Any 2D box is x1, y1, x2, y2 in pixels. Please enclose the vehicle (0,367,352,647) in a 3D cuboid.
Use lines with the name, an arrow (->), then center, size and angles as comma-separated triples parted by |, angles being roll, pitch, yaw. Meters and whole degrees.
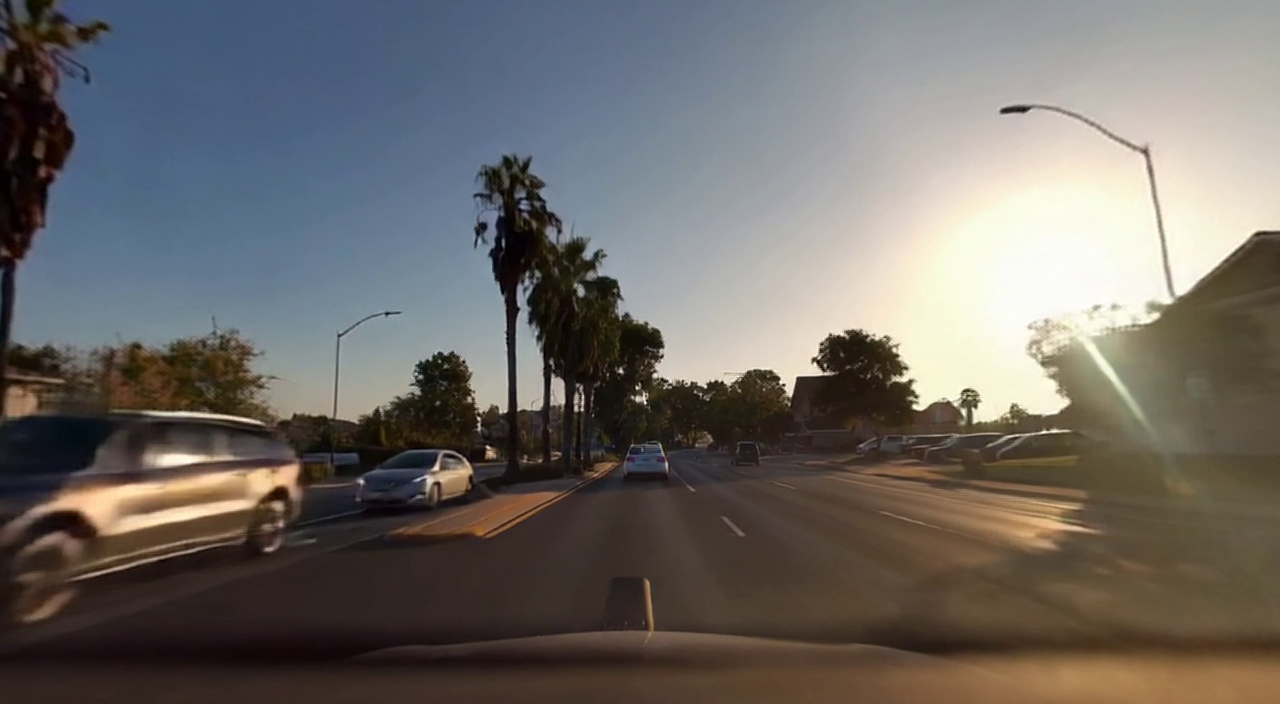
vehicle -> -5.328, 1.425, 6.810 | 2.193, 1.967, 4.600 | 0, -9, 0

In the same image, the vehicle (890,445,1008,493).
vehicle -> 11.134, 4.227, 23.170 | 1.978, 1.551, 4.560 | 0, -9, 0

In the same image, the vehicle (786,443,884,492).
vehicle -> 6.431, 3.829, 21.337 | 1.897, 1.477, 4.360 | 0, -9, 0

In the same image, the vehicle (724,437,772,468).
vehicle -> 7.640, 7.194, 45.267 | 2.436, 2.010, 5.595 | 0, -9, 0

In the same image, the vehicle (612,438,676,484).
vehicle -> 0.107, 4.268, 24.961 | 2.289, 1.679, 4.180 | 0, -9, -1

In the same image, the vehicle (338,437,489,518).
vehicle -> -5.292, 2.965, 15.477 | 2.033, 1.658, 4.472 | -1, -9, 0

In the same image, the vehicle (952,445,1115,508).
vehicle -> 10.992, 3.475, 18.093 | 1.854, 1.477, 4.525 | 2, -9, 1
